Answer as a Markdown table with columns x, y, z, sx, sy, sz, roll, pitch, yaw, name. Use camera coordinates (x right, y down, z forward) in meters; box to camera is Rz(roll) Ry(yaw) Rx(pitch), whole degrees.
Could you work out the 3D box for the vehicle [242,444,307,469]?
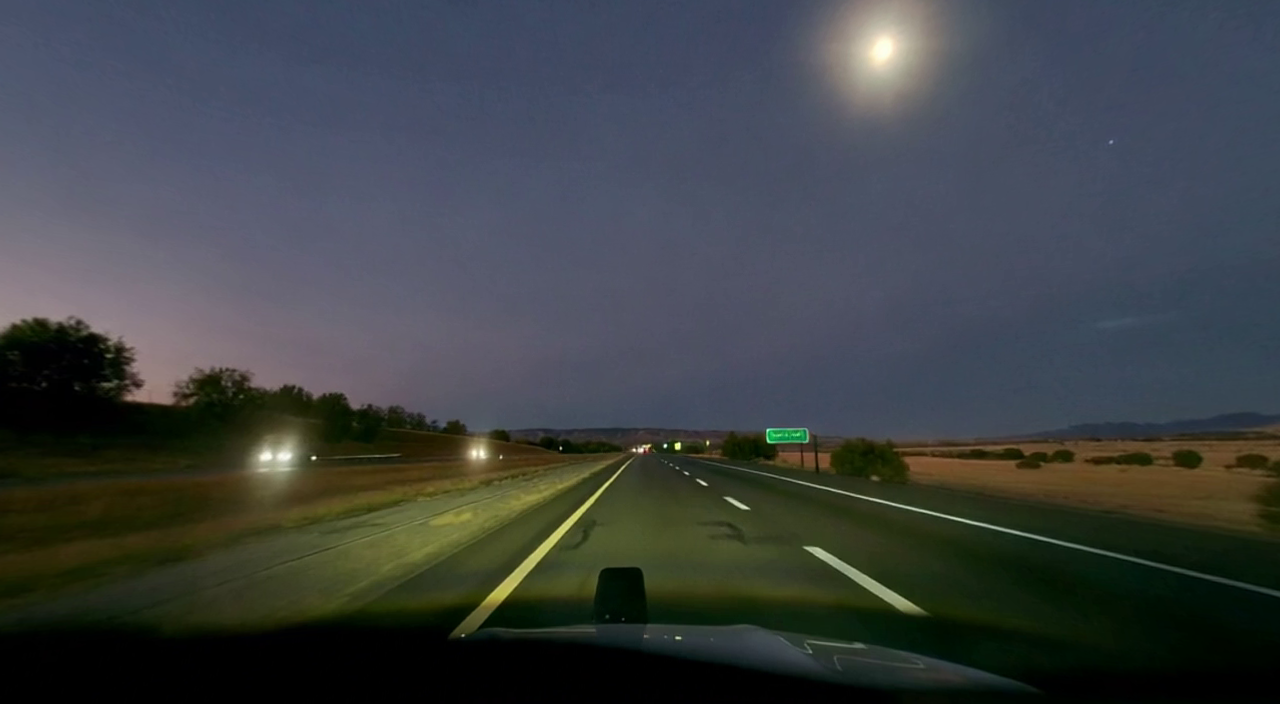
| x | y | z | sx | sy | sz | roll | pitch | yaw | name |
| --- | --- | --- | --- | --- | --- | --- | --- | --- | --- |
| -28.672 | 8.183 | 49.459 | 2.297 | 1.831 | 4.697 | 0 | -8 | 0 | vehicle |
